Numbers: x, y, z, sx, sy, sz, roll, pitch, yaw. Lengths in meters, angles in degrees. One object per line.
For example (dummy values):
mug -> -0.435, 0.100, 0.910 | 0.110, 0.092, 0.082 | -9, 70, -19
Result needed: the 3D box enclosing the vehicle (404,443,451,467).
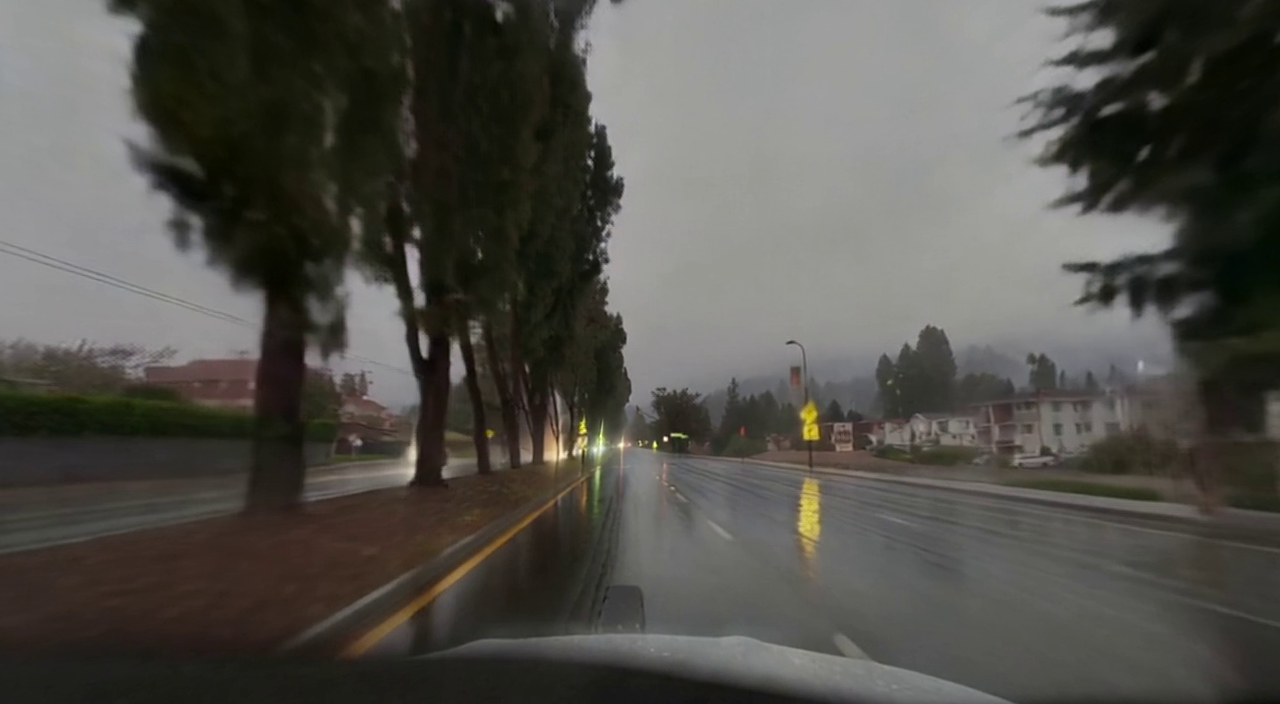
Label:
vehicle -> -16.380, 7.980, 48.968 | 2.022, 1.738, 4.668 | 0, -9, 0
